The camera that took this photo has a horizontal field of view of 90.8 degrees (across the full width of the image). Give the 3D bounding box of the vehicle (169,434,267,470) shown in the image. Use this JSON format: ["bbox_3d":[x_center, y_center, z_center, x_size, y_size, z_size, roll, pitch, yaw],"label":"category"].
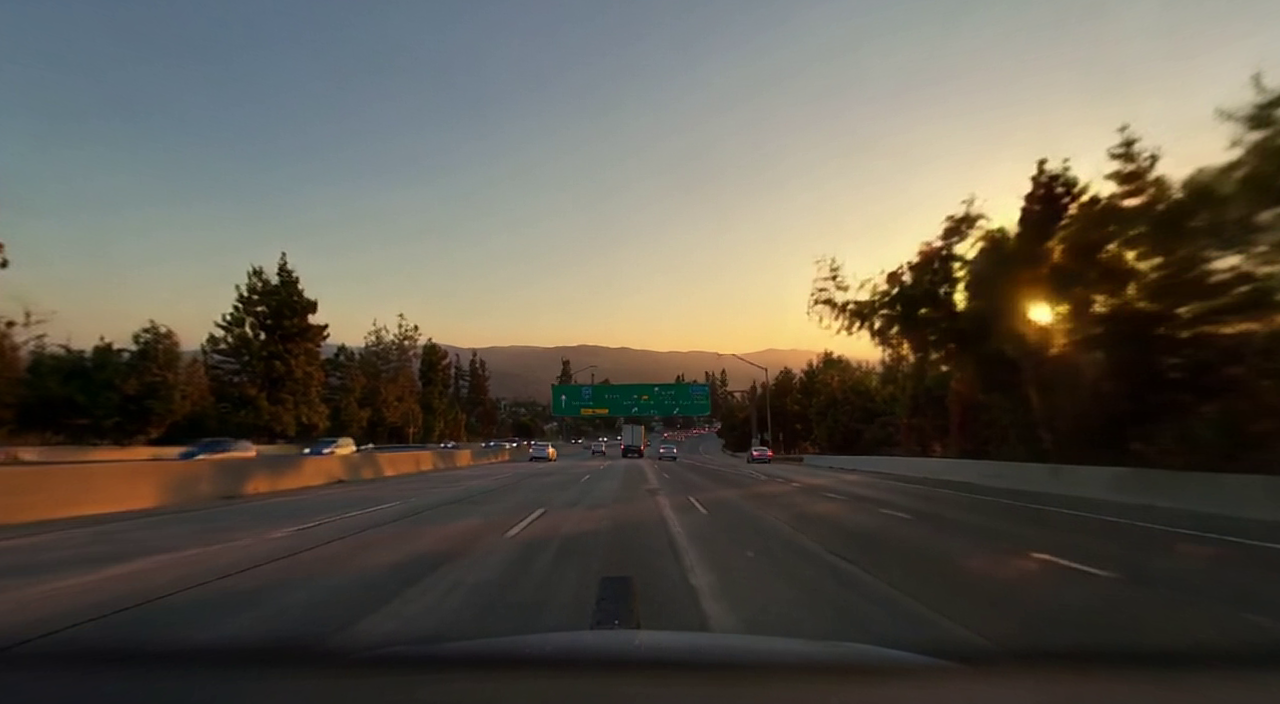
[{"bbox_3d":[-19.231,4.561,28.987,1.822,1.496,3.822,0,-8,0],"label":"vehicle"}]

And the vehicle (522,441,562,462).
[{"bbox_3d":[-7.282,7.449,47.405,2.117,1.518,4.930,0,-8,1],"label":"vehicle"}]
